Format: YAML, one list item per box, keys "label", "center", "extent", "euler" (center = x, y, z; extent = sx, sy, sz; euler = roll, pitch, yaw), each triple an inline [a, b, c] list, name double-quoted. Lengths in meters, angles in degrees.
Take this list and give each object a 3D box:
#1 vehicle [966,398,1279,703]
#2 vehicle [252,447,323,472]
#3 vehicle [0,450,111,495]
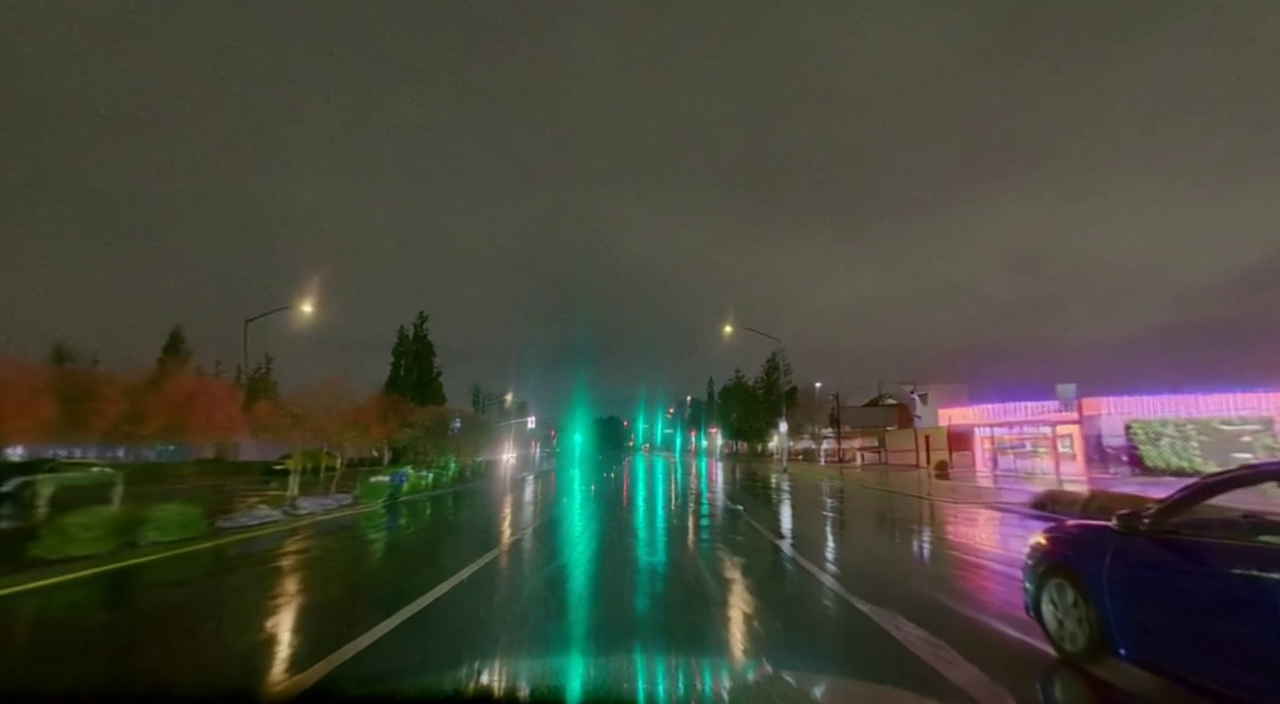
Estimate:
- label: "vehicle"
  center: [3.139, 0.840, 1.773]
  extent: [2.004, 1.470, 4.544]
  euler: [-1, -8, 0]
- label: "vehicle"
  center: [-22.124, 6.762, 39.848]
  extent: [1.771, 1.445, 4.321]
  euler: [-1, -8, 4]
- label: "vehicle"
  center: [-22.378, 4.394, 23.309]
  extent: [1.784, 1.438, 4.471]
  euler: [-1, -8, 1]
